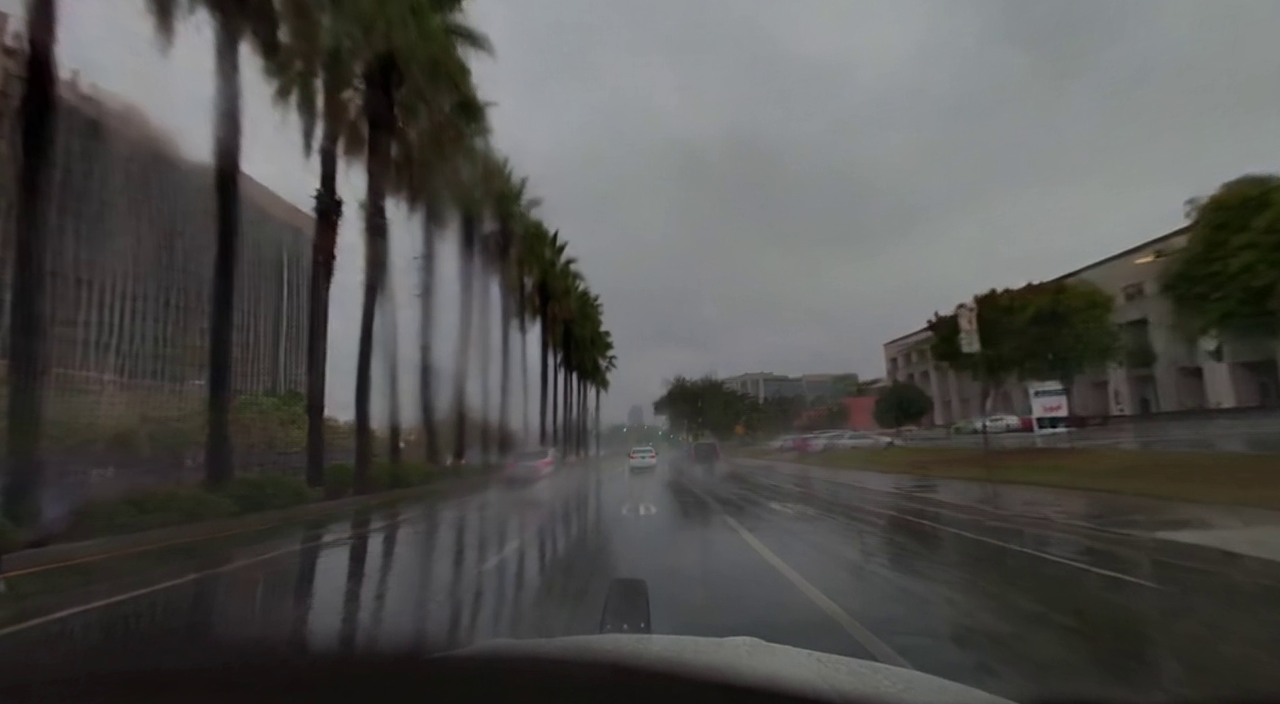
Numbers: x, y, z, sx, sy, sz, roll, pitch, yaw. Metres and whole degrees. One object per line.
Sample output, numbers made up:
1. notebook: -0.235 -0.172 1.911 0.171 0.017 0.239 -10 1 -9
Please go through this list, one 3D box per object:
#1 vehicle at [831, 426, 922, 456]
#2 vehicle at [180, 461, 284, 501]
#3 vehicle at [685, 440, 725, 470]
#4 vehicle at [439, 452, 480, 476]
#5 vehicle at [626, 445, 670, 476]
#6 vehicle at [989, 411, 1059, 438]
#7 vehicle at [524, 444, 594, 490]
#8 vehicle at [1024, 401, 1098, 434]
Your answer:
1. vehicle: 12.943 4.849 34.432 4.749 1.457 1.806 3 -11 -28
2. vehicle: -20.692 6.525 32.243 2.016 1.754 4.826 -1 -9 1
3. vehicle: 4.201 6.744 41.397 2.108 1.785 4.334 0 -9 0
4. vehicle: -13.869 8.609 48.632 1.841 1.697 4.289 -1 -9 1
5. vehicle: 0.390 5.616 32.830 2.147 1.507 3.953 -1 -9 0
6. vehicle: 23.546 4.468 38.580 4.576 1.511 1.801 5 -10 -34
7. vehicle: -2.862 4.186 23.244 1.908 1.505 4.369 -1 -9 2
8. vehicle: 23.728 3.748 35.485 4.448 1.701 1.954 6 -11 -36
